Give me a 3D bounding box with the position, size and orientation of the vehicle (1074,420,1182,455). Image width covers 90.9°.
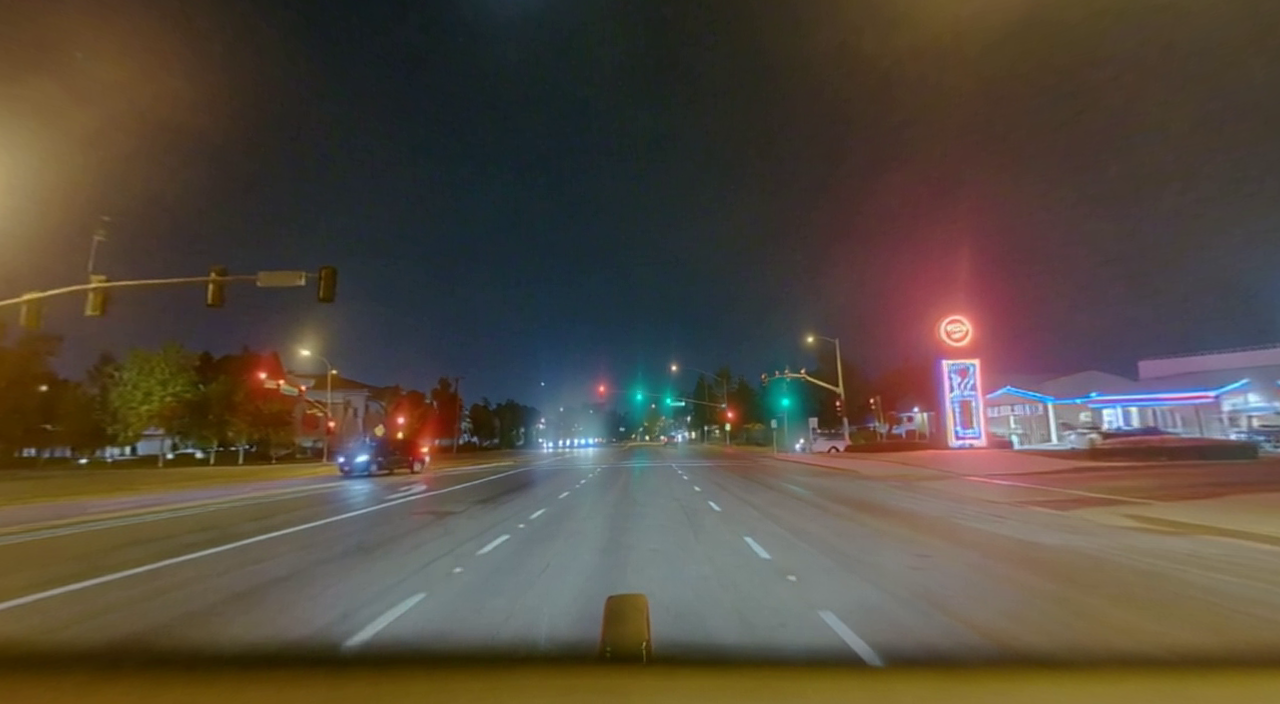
[{"bbox_3d":[22.309,3.931,28.795,4.694,1.481,1.884,4,-9,-25],"label":"vehicle"}]

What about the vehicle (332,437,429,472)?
[{"bbox_3d":[-14.841,5.864,36.278,4.938,1.863,2.162,3,-9,-21],"label":"vehicle"}]
